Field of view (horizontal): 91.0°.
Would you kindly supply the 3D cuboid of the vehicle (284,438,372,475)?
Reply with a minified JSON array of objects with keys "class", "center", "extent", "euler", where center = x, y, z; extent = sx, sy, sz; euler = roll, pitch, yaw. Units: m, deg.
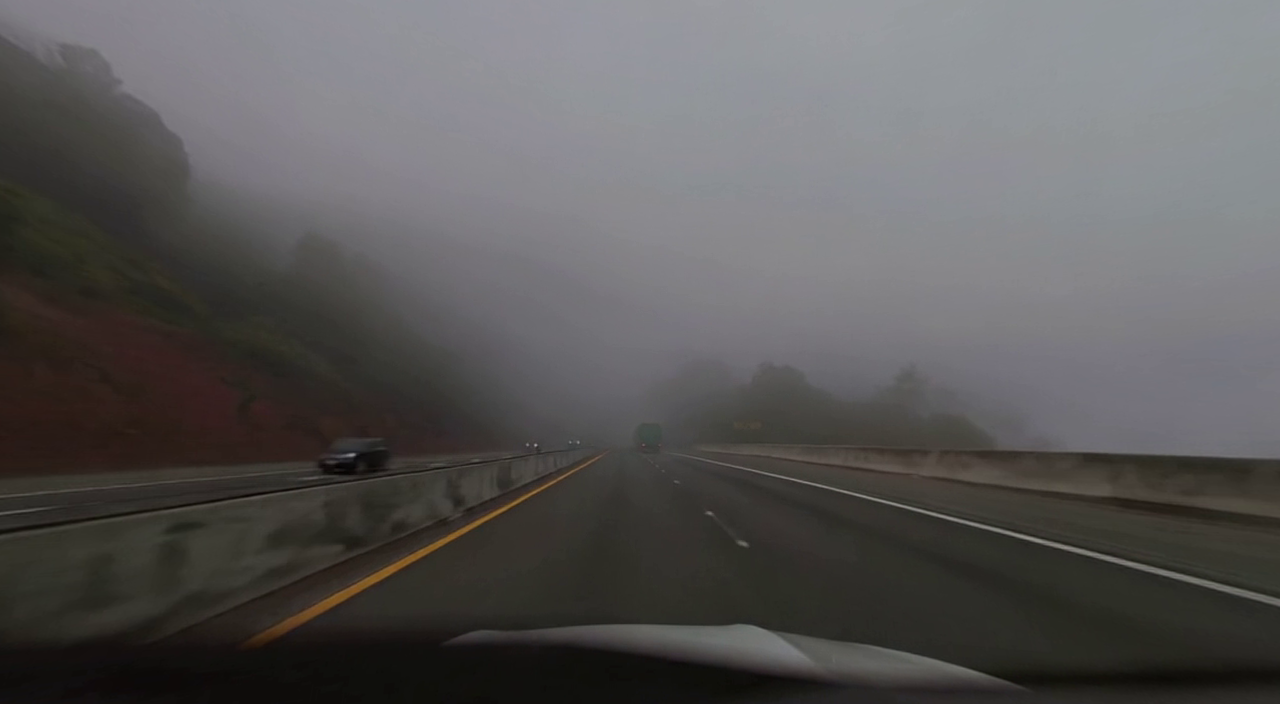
[{"class":"vehicle","center":[-13.587,4.559,27.689],"extent":[1.858,1.507,3.929],"euler":[0,-8,-1]}]
